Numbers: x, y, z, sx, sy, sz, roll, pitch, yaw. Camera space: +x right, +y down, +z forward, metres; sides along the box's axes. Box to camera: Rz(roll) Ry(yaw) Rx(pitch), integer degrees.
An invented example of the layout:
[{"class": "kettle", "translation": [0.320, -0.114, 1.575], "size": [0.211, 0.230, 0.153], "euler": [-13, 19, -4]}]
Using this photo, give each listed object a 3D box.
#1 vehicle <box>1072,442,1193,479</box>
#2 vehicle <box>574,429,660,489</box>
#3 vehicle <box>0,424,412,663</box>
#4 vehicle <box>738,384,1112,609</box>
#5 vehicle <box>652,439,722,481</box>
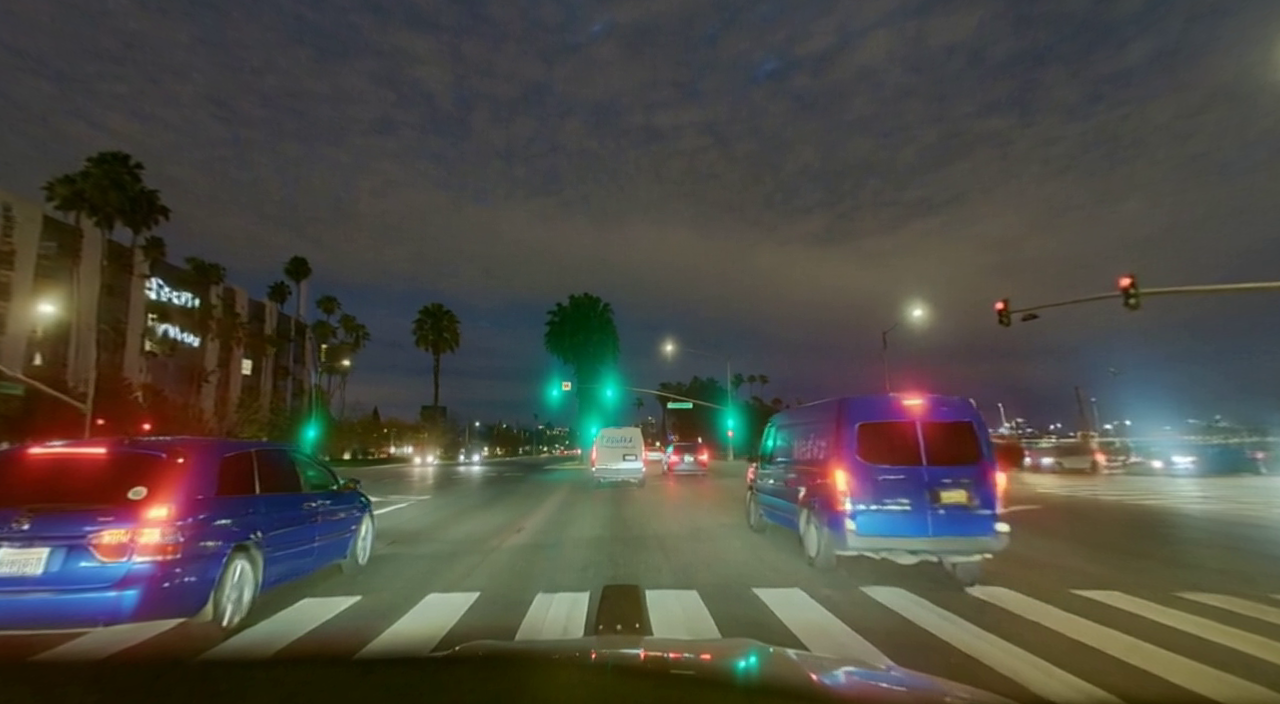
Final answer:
[{"class": "vehicle", "translation": [21.658, 4.746, 27.846], "size": [3.798, 1.550, 2.006], "euler": [1, -9, -9]}, {"class": "vehicle", "translation": [-0.876, 3.999, 23.978], "size": [2.848, 1.991, 5.706], "euler": [0, -9, -2]}, {"class": "vehicle", "translation": [-3.946, 1.508, 6.199], "size": [1.997, 1.430, 4.655], "euler": [0, -9, -4]}, {"class": "vehicle", "translation": [2.733, 1.537, 7.616], "size": [2.200, 1.847, 4.618], "euler": [0, -9, -2]}, {"class": "vehicle", "translation": [2.010, 4.855, 28.687], "size": [2.462, 1.736, 4.899], "euler": [0, -9, -4]}]
